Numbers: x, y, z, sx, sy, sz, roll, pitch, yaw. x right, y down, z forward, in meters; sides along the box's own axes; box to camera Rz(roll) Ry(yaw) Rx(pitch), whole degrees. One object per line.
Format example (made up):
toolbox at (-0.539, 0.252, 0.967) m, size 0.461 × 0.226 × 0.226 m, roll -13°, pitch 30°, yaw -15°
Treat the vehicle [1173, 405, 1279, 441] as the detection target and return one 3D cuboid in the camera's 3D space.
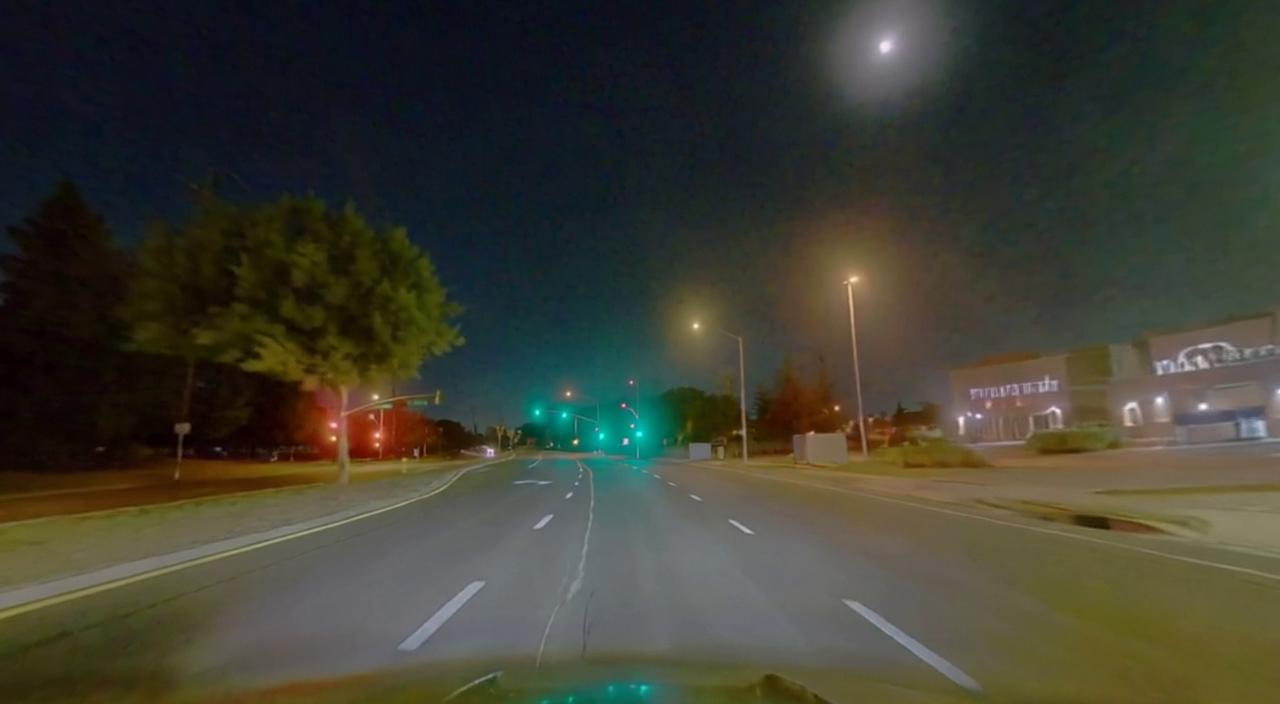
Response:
vehicle at (27.889, 3.377, 29.485) m, size 1.808 × 1.485 × 4.467 m, roll 1°, pitch -8°, yaw -3°
